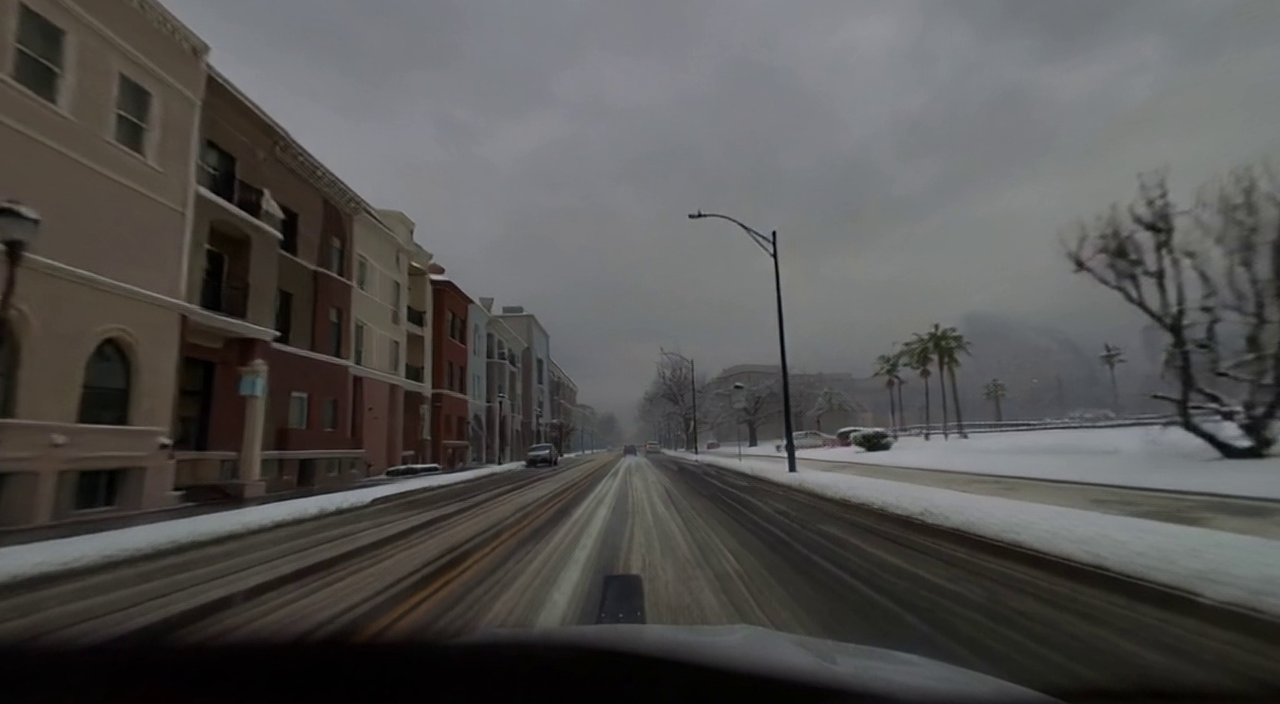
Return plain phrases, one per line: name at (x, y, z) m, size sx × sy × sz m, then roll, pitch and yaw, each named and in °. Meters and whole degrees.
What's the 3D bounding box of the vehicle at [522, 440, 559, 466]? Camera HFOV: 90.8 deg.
vehicle at (-6.927, 7.115, 44.468) m, size 1.946 × 1.640 × 4.430 m, roll -2°, pitch -9°, yaw -1°
